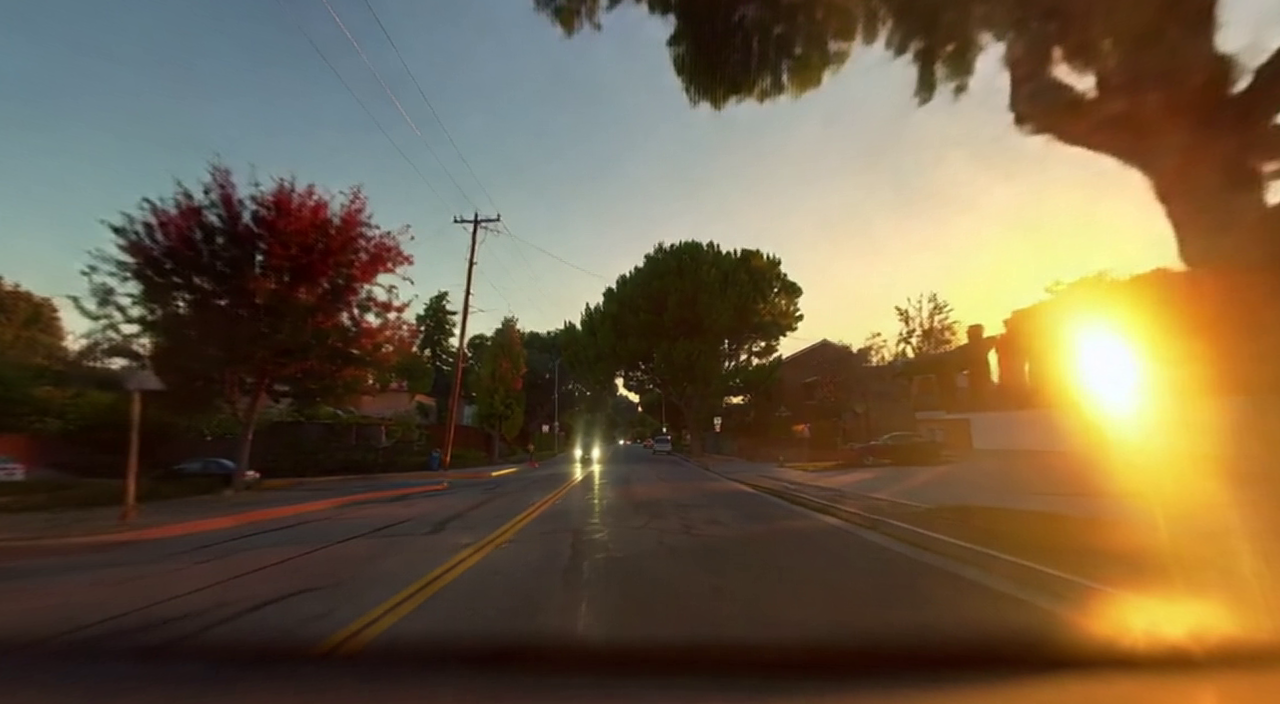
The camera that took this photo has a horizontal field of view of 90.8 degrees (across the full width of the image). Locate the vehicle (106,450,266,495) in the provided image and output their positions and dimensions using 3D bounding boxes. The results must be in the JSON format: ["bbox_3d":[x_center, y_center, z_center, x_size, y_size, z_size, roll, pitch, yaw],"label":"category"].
[{"bbox_3d":[-18.627,4.941,26.117,4.874,1.675,2.197,0,-9,-1],"label":"vehicle"}]
